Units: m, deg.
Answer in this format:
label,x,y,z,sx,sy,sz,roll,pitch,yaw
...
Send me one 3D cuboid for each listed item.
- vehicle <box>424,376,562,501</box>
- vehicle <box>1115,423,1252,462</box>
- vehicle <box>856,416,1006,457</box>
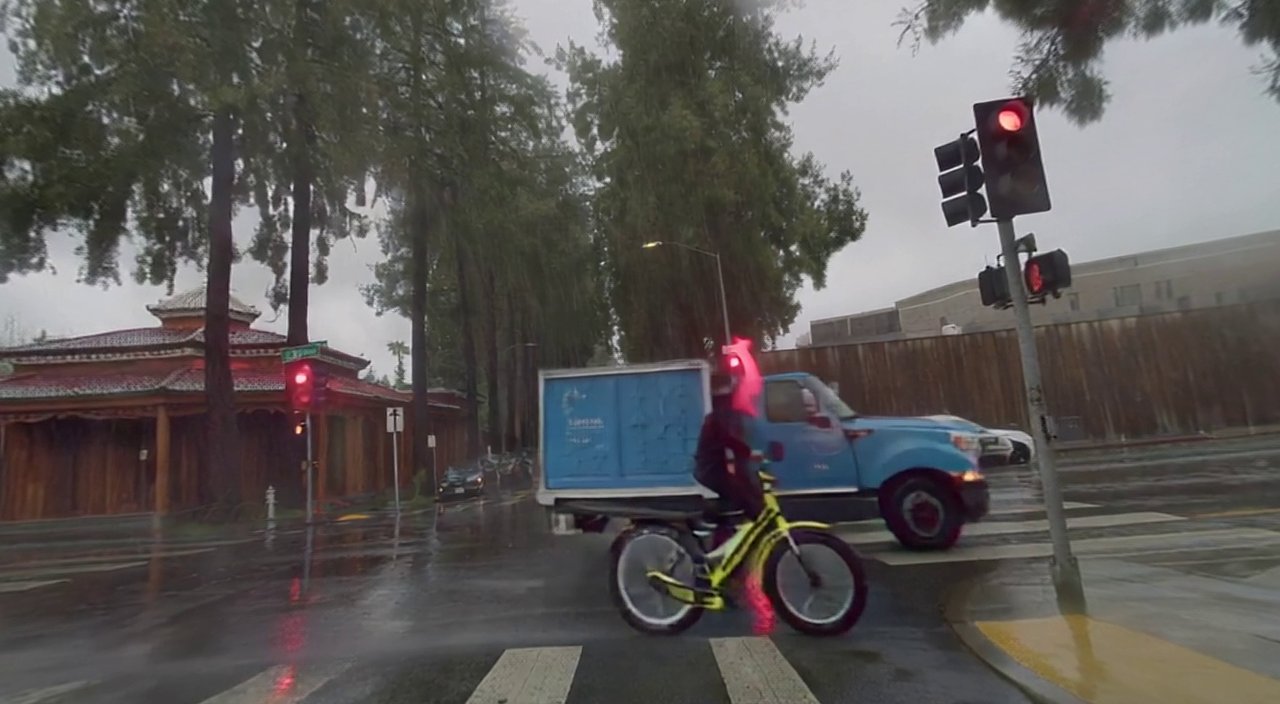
label,x,y,z,sx,sy,sz,roll,pitch,yaw
vehicle,-5.805,3.730,27.104,3.113,4.041,10.284,-5,-8,0
vehicle,24.927,4.163,29.047,4.268,1.695,2.053,0,-8,3
vehicle,10.668,3.140,23.436,4.643,1.456,1.820,-1,-8,5
